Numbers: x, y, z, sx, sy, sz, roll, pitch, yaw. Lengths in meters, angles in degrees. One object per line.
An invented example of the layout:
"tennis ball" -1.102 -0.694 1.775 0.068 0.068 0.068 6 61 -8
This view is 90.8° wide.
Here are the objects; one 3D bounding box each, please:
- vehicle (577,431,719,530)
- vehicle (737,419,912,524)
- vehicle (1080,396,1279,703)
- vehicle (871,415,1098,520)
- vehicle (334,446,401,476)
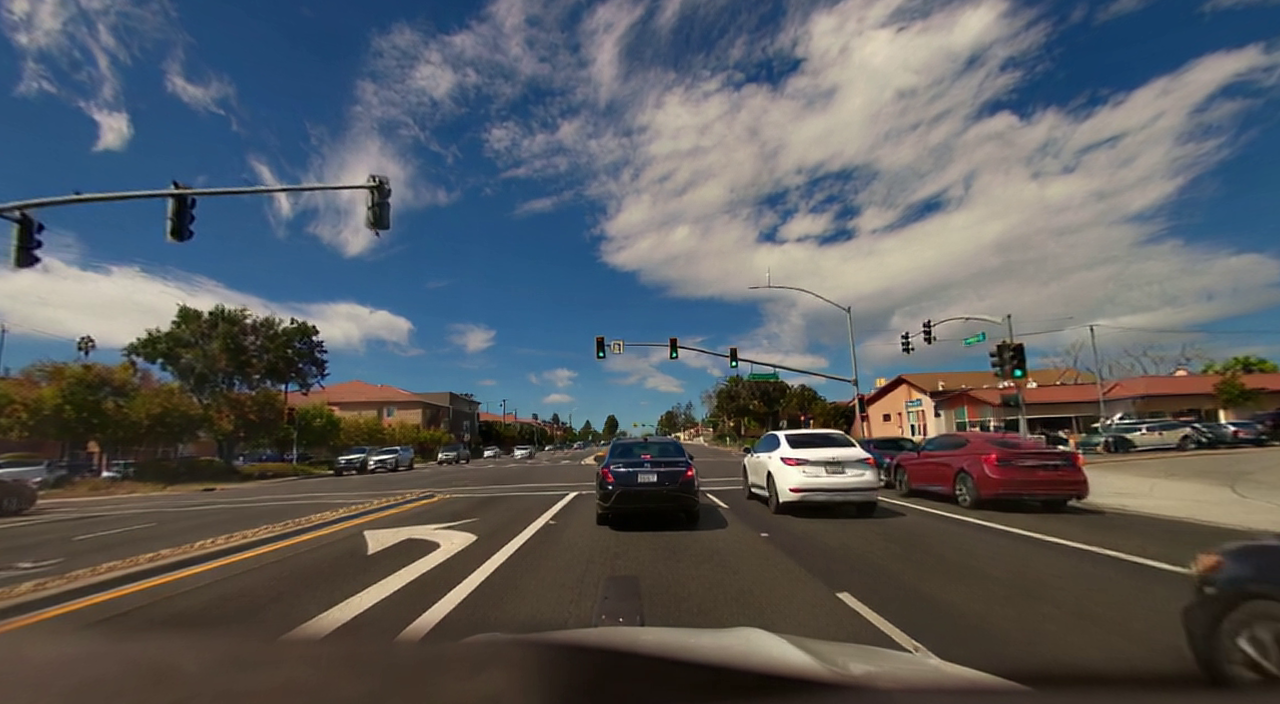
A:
"vehicle" 0.081 2.246 11.615 2.135 1.468 4.076 0 -8 -1
"vehicle" 3.271 2.231 12.355 1.973 1.633 4.717 0 -8 0
"vehicle" 3.542 0.732 1.310 1.889 1.473 4.643 0 -8 0
"vehicle" 6.435 2.213 12.529 2.009 1.700 4.275 0 -8 -1
"vehicle" -18.636 7.451 43.568 2.324 1.911 5.610 0 -8 -3
